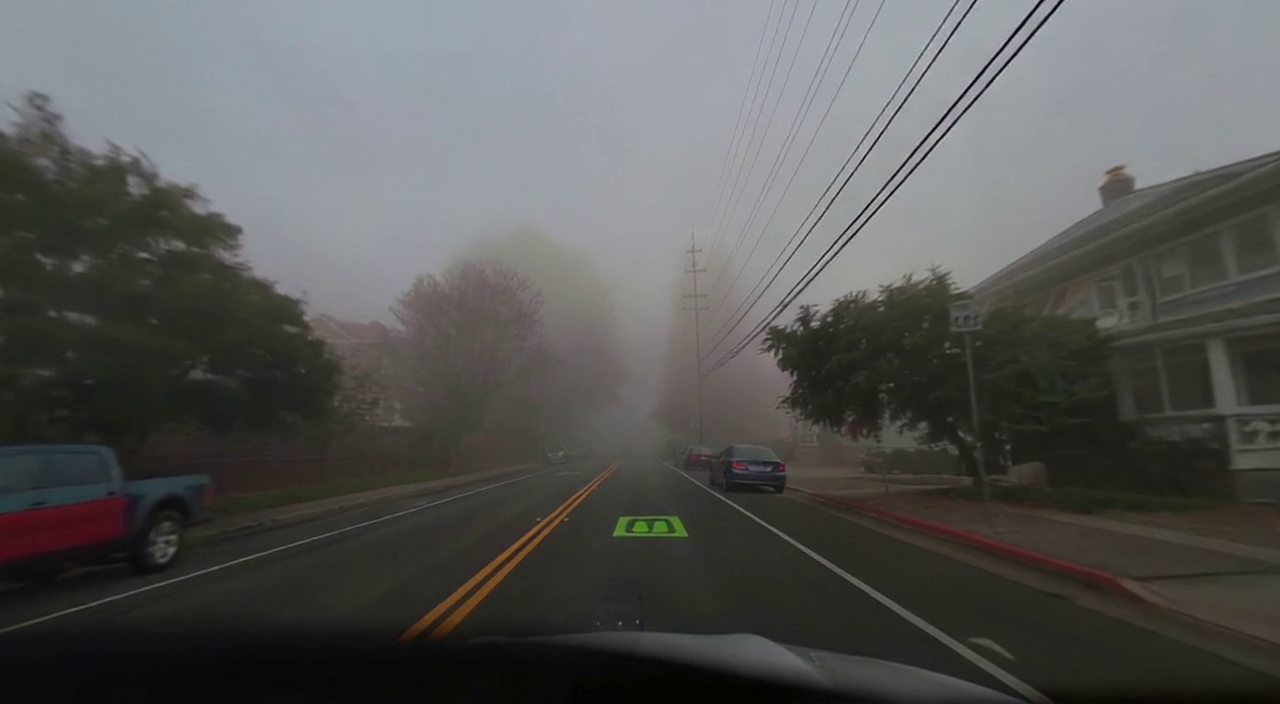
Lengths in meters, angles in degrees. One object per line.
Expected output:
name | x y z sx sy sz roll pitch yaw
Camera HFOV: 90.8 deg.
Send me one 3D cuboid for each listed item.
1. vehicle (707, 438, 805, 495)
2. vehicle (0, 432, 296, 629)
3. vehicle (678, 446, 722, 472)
vehicle | 3.451 3.514 19.864 2.024 1.554 4.867 0 -8 -2
vehicle | -6.628 1.791 7.132 2.195 1.684 5.802 -1 -8 1
vehicle | 3.348 6.054 36.093 1.967 1.382 4.361 0 -8 -1
